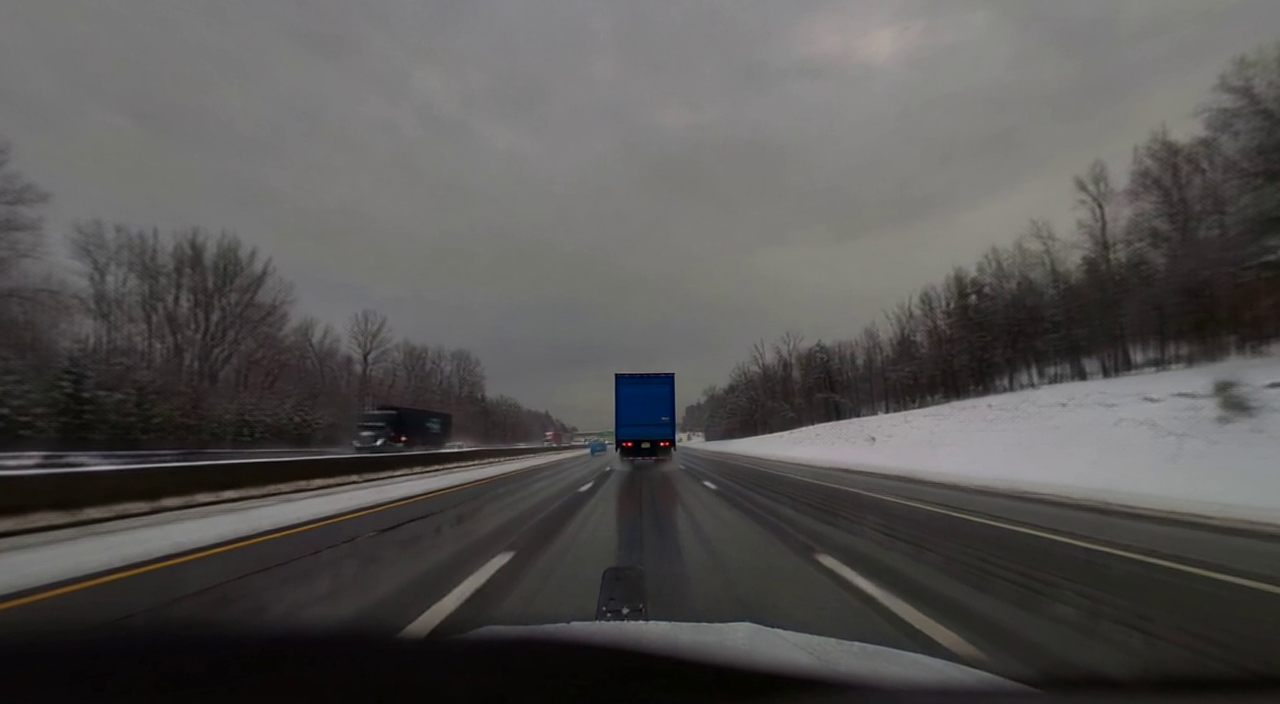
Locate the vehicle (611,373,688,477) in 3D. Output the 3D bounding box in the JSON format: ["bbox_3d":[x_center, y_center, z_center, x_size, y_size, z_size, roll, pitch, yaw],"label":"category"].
[{"bbox_3d":[0.388,3.607,29.840,3.010,4.039,10.481,0,-8,0],"label":"vehicle"}]

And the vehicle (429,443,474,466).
[{"bbox_3d":[-12.557,6.858,42.021,1.811,1.445,3.854,0,-8,-1],"label":"vehicle"}]
